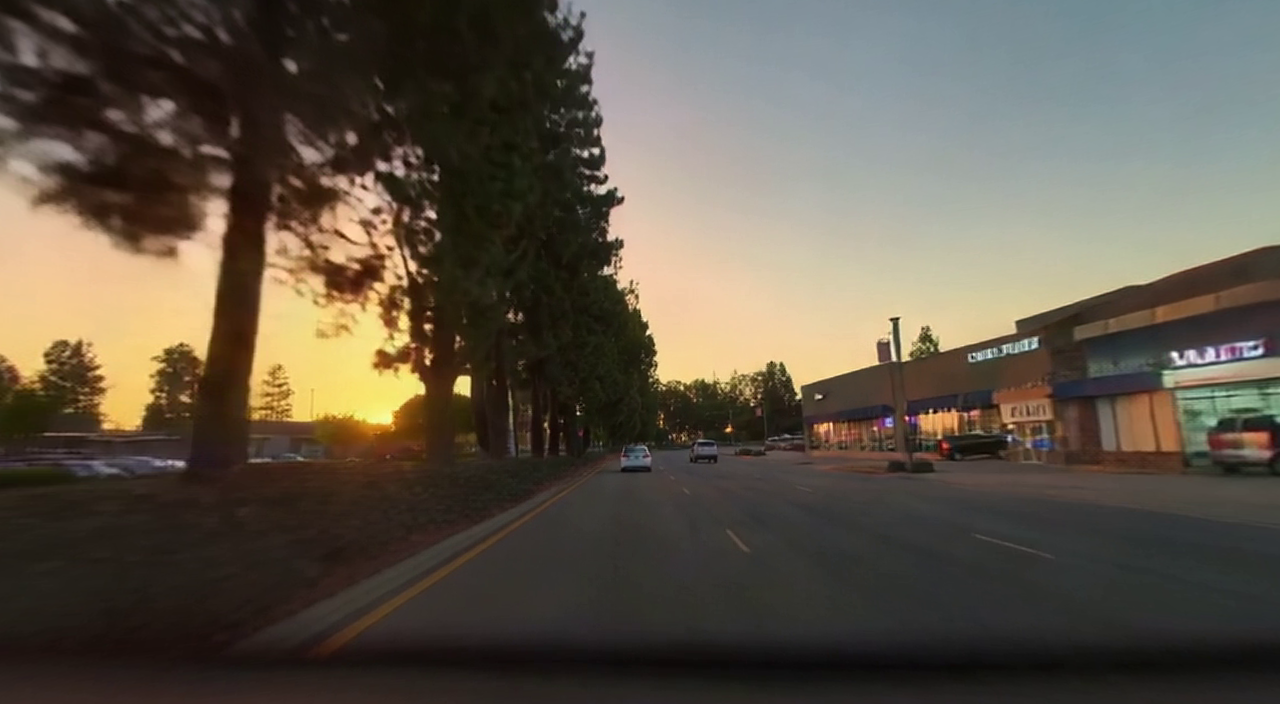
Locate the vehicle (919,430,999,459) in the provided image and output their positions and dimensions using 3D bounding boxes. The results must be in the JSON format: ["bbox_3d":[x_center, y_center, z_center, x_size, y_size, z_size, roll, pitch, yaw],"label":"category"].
[{"bbox_3d":[21.345,6.229,42.492,2.015,1.821,4.696,2,-9,-17],"label":"vehicle"}]

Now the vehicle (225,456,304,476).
[{"bbox_3d":[-29.314,8.893,49.409,4.702,1.471,2.215,0,-9,-2],"label":"vehicle"}]

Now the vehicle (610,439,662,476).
[{"bbox_3d":[-0.178,4.602,27.804,2.126,1.475,3.967,0,-8,-1],"label":"vehicle"}]

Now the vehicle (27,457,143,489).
[{"bbox_3d":[-30.298,6.602,34.586,4.486,1.610,2.020,-1,-8,3],"label":"vehicle"}]

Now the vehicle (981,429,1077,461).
[{"bbox_3d":[21.234,5.128,34.737,2.136,1.603,4.534,0,-9,-4],"label":"vehicle"}]
